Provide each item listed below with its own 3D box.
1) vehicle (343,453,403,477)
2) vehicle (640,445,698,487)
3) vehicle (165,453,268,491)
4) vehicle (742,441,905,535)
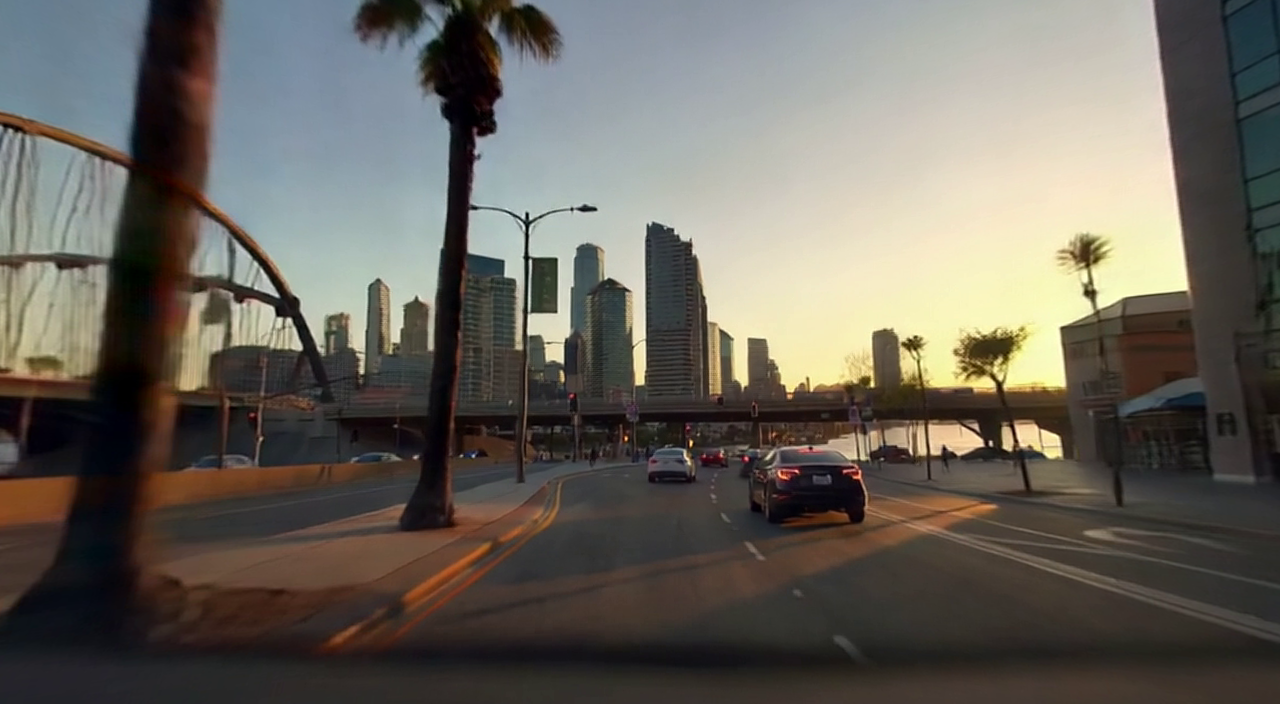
[{"bbox_3d":[-17.371,7.359,41.207,1.912,1.482,4.495,0,-9,1],"label":"vehicle"},{"bbox_3d":[1.249,4.548,25.386,2.077,1.518,3.760,-1,-9,7],"label":"vehicle"},{"bbox_3d":[-19.647,5.559,29.450,1.850,1.590,4.201,0,-9,0],"label":"vehicle"},{"bbox_3d":[3.391,2.595,12.797,2.051,1.509,4.933,0,-9,3],"label":"vehicle"}]
